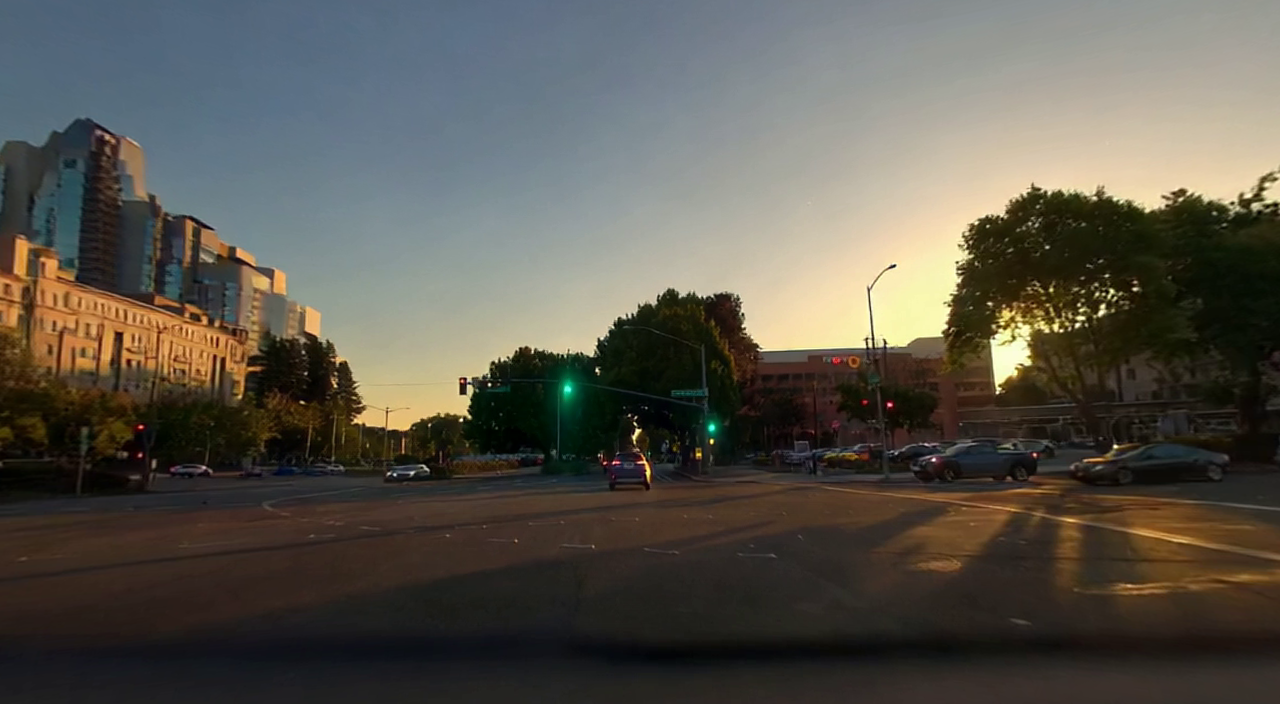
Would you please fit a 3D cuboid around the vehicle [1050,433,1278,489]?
[{"bbox_3d":[14.769,3.079,18.033,4.801,1.473,1.922,0,-9,-1],"label":"vehicle"}]

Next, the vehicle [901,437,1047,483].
[{"bbox_3d":[14.410,4.665,27.498,5.174,1.878,2.000,0,-9,-1],"label":"vehicle"}]

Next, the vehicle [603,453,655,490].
[{"bbox_3d":[-0.436,5.237,27.982,2.115,1.461,3.976,0,-8,1],"label":"vehicle"}]

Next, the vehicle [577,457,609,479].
[{"bbox_3d":[-3.461,8.573,46.888,1.967,1.504,4.101,0,-9,1],"label":"vehicle"}]
